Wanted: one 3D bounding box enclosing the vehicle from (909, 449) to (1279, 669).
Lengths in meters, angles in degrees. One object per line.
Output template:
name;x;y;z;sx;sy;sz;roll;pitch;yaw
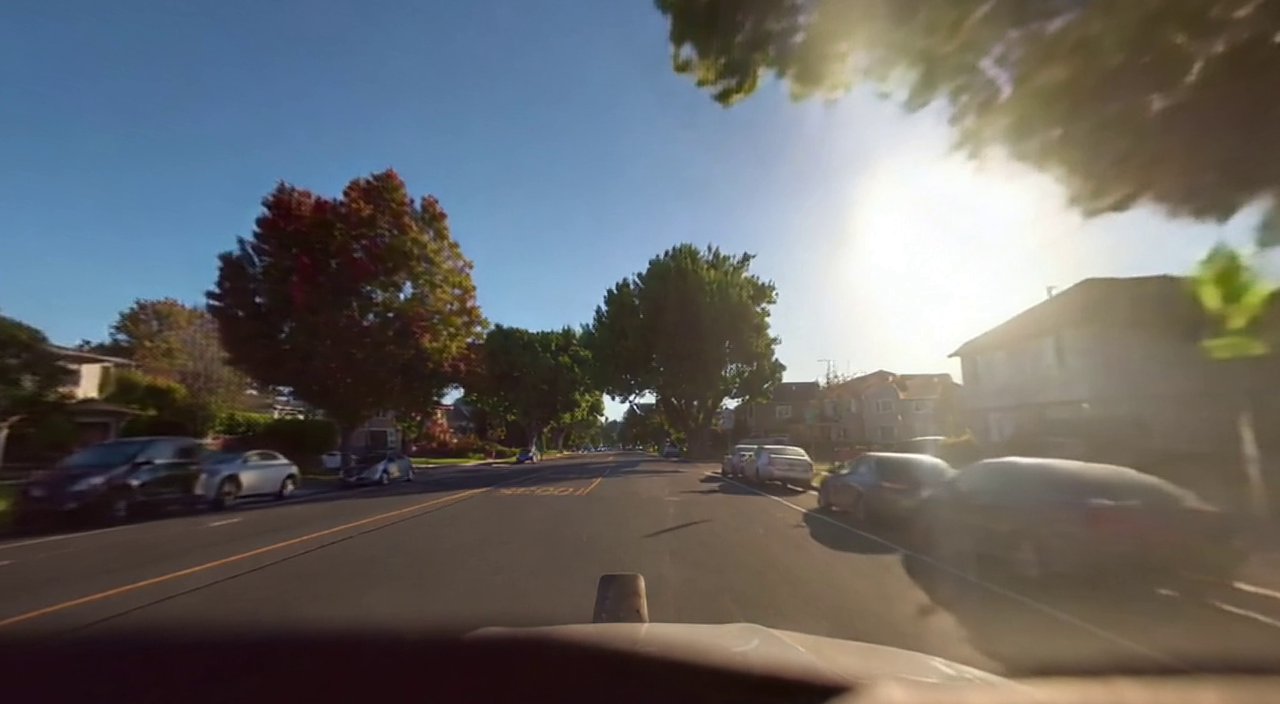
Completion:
vehicle;4.649;1.691;6.294;2.049;1.385;4.209;0;-8;-1

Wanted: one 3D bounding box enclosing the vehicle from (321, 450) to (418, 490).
vehicle;-11.061;4.815;26.268;1.949;1.457;4.581;0;-8;1

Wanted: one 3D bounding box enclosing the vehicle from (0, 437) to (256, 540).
vehicle;-11.243;2.814;13.829;2.459;1.804;4.877;0;-8;2

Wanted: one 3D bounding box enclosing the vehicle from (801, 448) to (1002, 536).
vehicle;4.751;2.584;12.342;2.007;1.352;4.345;1;-8;-1

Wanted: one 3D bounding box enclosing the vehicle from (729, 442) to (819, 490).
vehicle;4.527;3.905;22.045;2.196;1.472;4.426;0;-8;0

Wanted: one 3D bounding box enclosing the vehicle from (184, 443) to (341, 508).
vehicle;-11.252;3.664;19.309;2.052;1.726;4.475;0;-8;-1
